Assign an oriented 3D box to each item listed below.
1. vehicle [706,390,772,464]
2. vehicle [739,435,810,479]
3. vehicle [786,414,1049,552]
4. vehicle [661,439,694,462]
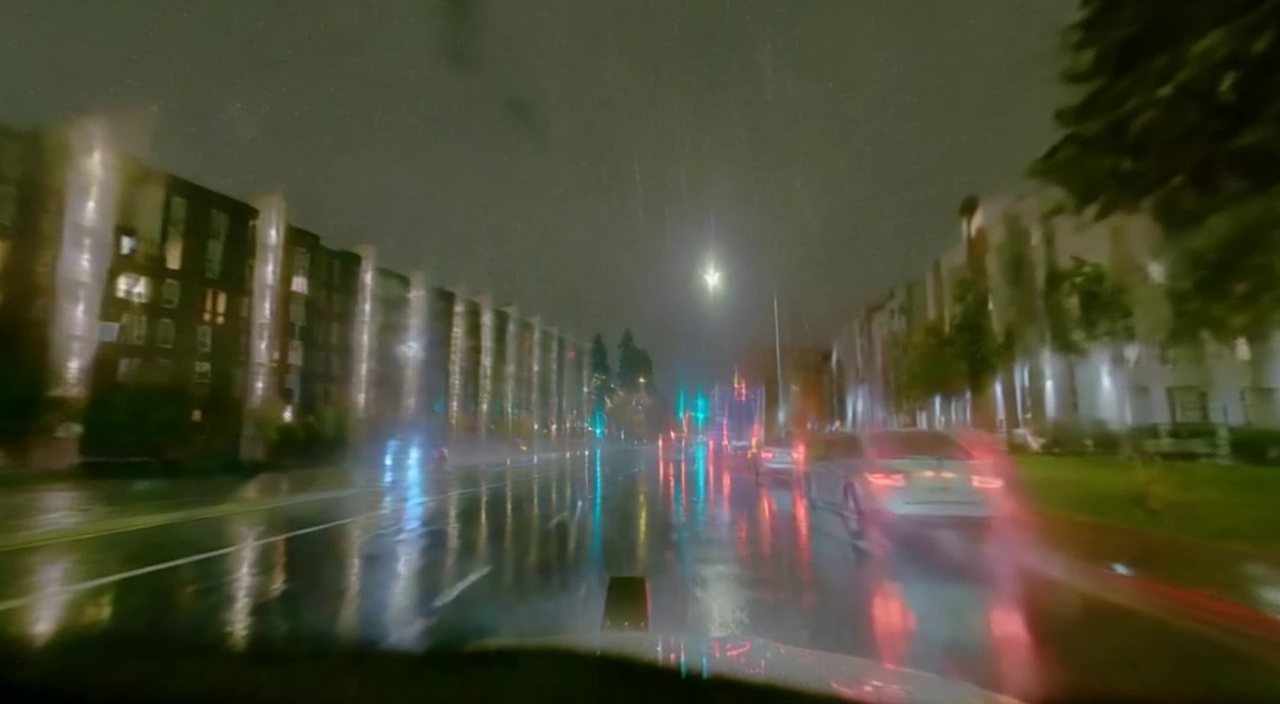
[{"bbox_3d":[6.104,5.054,41.200,3.157,3.982,13.307,-1,-8,5],"label":"vehicle"},{"bbox_3d":[4.937,3.907,23.750,1.884,1.472,4.650,-1,-8,3],"label":"vehicle"},{"bbox_3d":[3.916,1.933,10.061,2.121,1.659,4.675,-1,-8,1],"label":"vehicle"},{"bbox_3d":[2.393,6.168,39.697,1.871,1.370,4.206,-1,-8,6],"label":"vehicle"}]
